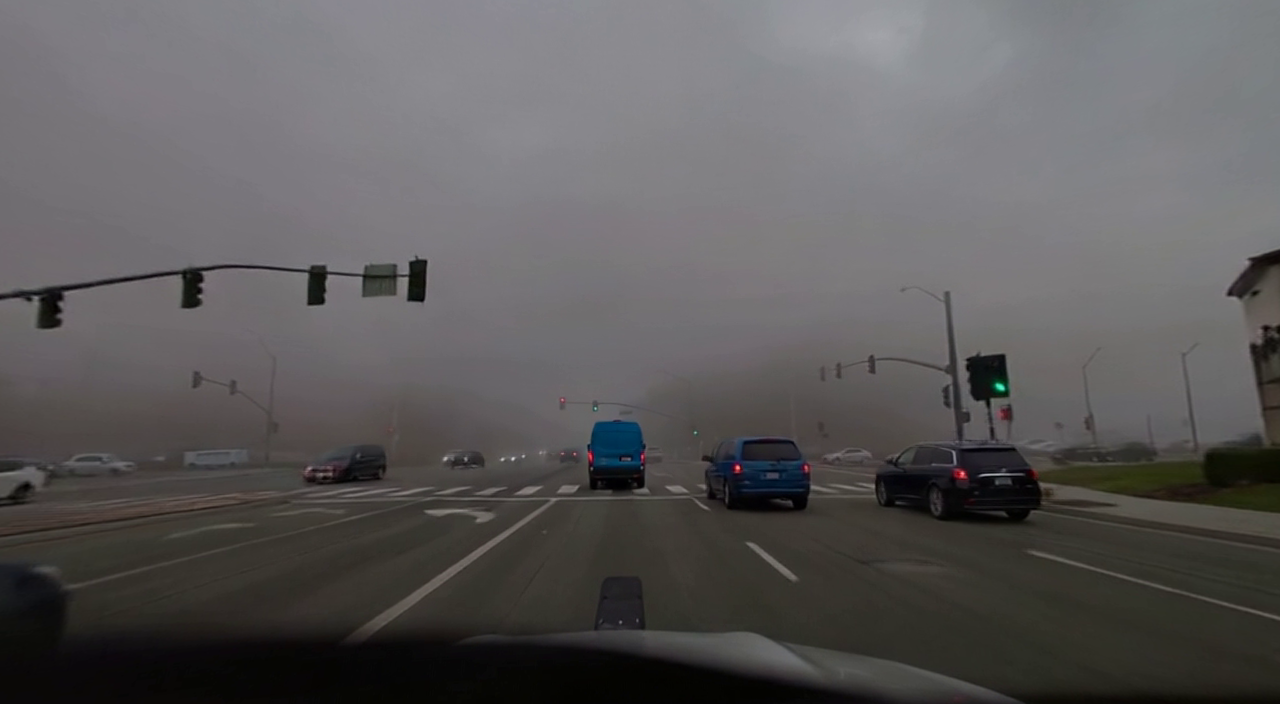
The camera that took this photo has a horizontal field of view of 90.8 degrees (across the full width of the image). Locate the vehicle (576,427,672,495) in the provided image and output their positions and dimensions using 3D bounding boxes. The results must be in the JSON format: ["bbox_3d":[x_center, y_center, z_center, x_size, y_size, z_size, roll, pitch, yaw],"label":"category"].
[{"bbox_3d":[-0.606,3.685,21.703,2.848,1.991,5.706,0,-9,-2],"label":"vehicle"}]

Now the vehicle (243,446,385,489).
[{"bbox_3d":[-13.245,4.712,25.866,4.681,1.653,2.109,-1,-9,5],"label":"vehicle"}]

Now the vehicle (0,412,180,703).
[{"bbox_3d":[-3.430,0.735,0.936,1.997,1.430,4.655,0,-9,0],"label":"vehicle"}]

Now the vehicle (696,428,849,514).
[{"bbox_3d":[2.933,2.806,15.414,2.462,1.736,4.899,0,-9,-3],"label":"vehicle"}]

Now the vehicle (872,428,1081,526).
[{"bbox_3d":[7.088,2.654,14.010,2.023,1.771,4.488,0,-9,-2],"label":"vehicle"}]
